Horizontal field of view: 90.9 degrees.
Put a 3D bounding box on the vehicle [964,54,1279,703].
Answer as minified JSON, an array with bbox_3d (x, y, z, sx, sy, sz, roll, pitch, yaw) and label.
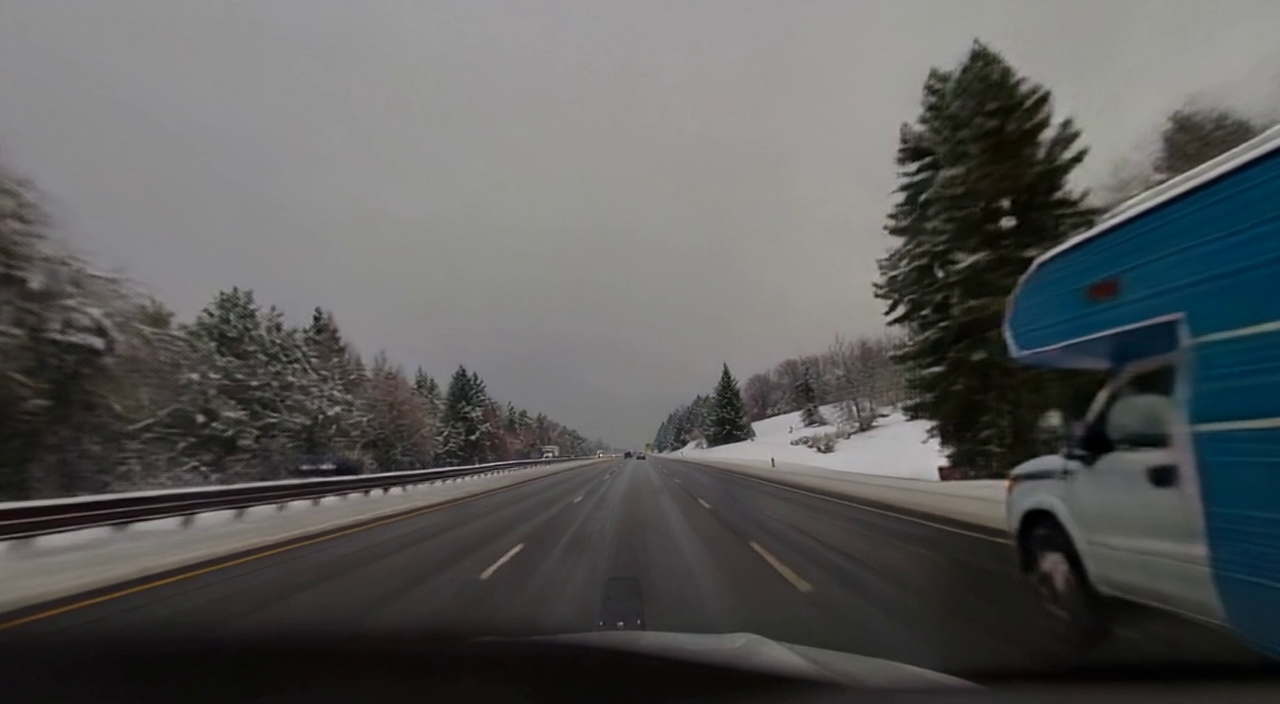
[{"bbox_3d":[3.711,0.100,1.333,2.556,2.763,6.287,0,-9,-1],"label":"vehicle"}]

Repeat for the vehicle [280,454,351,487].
[{"bbox_3d":[-18.924,6.912,37.011,1.907,1.742,4.139,0,-9,0],"label":"vehicle"}]
